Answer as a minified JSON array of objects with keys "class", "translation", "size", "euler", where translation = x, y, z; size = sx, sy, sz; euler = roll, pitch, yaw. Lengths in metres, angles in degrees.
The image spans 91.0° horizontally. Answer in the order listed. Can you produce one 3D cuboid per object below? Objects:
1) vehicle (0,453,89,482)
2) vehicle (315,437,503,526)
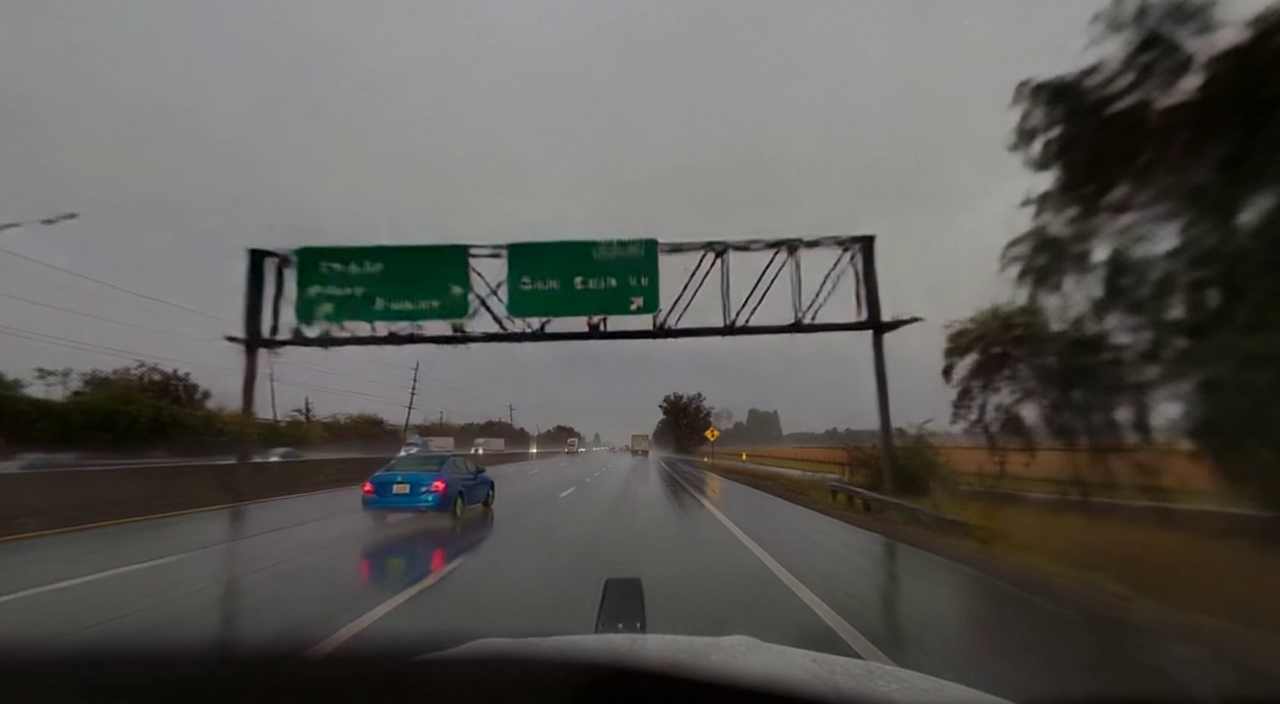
[{"class":"vehicle","translation":[-36.190,6.886,37.786],"size":[1.822,1.519,4.725],"euler":[0,-9,1]},{"class":"vehicle","translation":[-4.419,2.543,12.984],"size":[2.104,1.501,4.459],"euler":[0,-9,1]}]
